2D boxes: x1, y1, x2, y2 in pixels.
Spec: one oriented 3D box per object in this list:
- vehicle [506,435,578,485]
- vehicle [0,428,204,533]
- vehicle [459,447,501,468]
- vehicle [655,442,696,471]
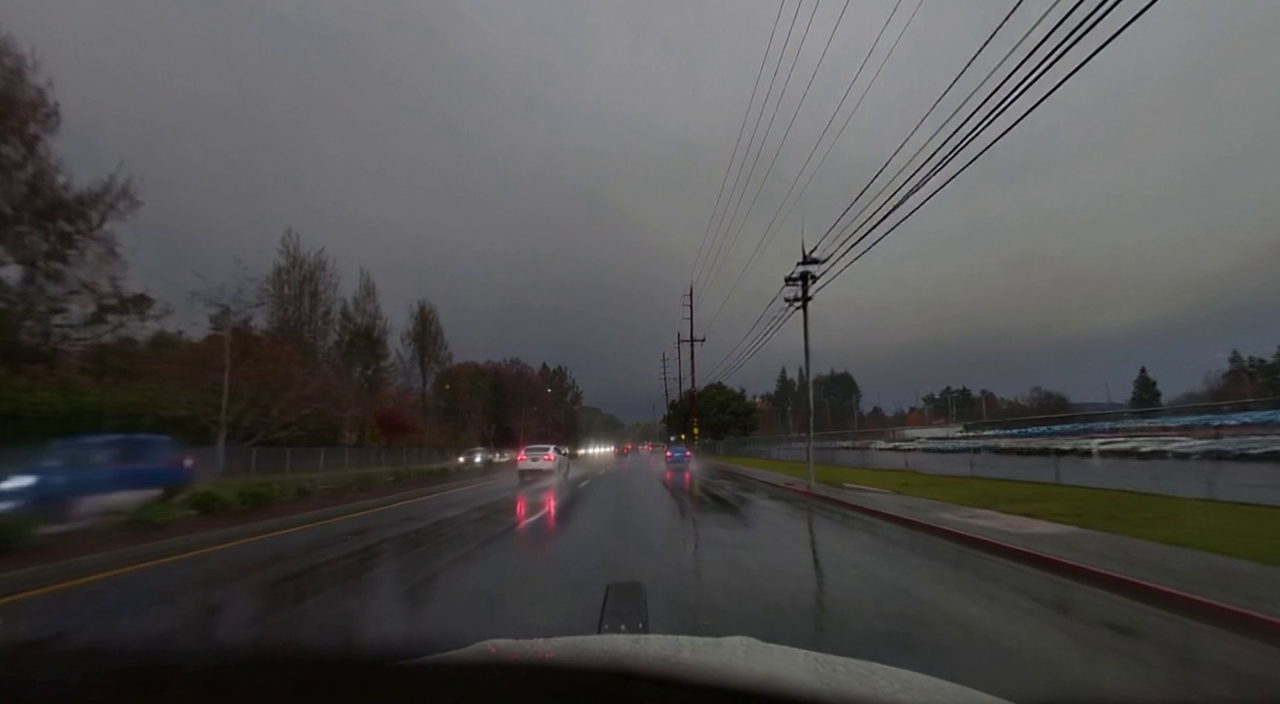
[{"bbox_3d":[-3.619,4.064,23.962,1.950,1.692,4.397,-1,-8,1],"label":"vehicle"},{"bbox_3d":[-12.188,2.599,13.304,2.090,1.815,5.244,0,-8,0],"label":"vehicle"},{"bbox_3d":[-12.587,8.277,49.626,2.028,1.534,4.589,-1,-8,1],"label":"vehicle"},{"bbox_3d":[1.900,5.779,34.809,2.059,1.486,3.980,0,-8,0],"label":"vehicle"}]
